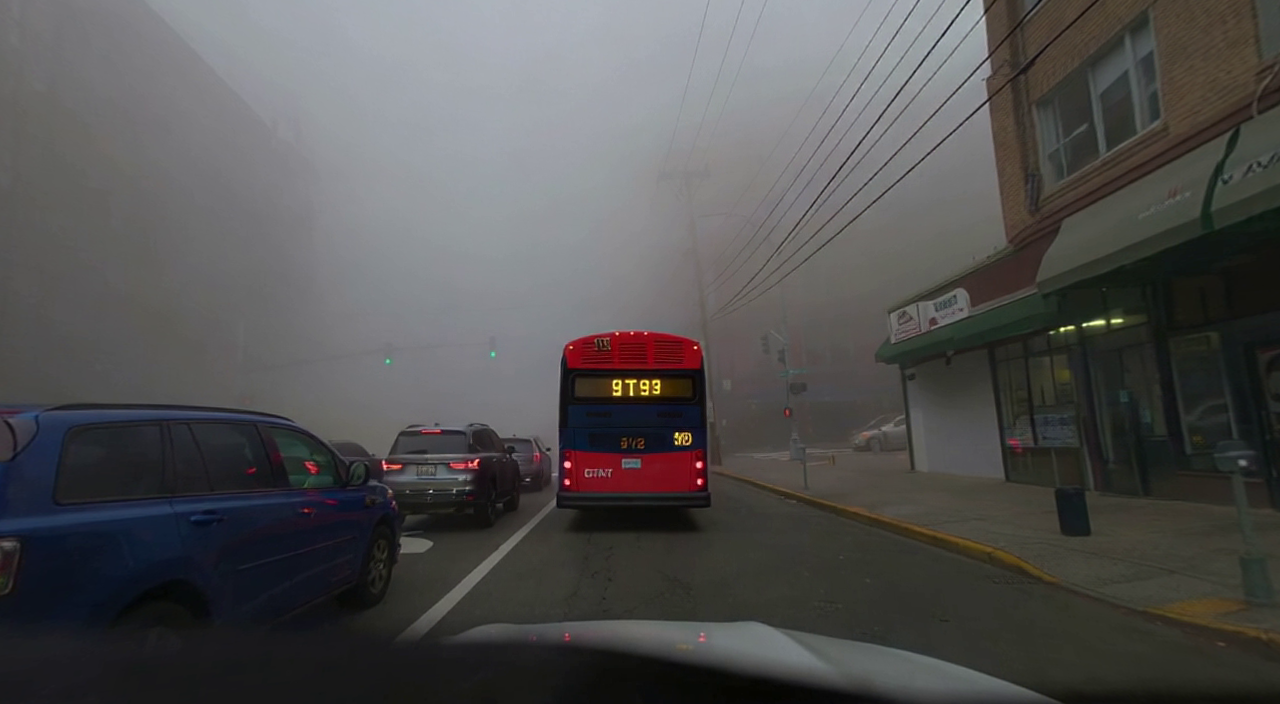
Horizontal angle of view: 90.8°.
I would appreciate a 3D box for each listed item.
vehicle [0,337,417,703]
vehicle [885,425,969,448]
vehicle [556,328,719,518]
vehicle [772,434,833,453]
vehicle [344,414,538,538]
[{"bbox_3d":[-3.212,1.093,3.980,2.020,1.725,4.384,0,-8,0],"label":"vehicle"},{"bbox_3d":[19.432,5.755,42.918,4.774,1.492,1.802,0,-9,-1],"label":"vehicle"},{"bbox_3d":[-0.297,2.005,16.560,2.938,3.468,9.972,0,-9,-3],"label":"vehicle"},{"bbox_3d":[11.950,6.742,46.664,3.949,1.337,1.738,0,-9,-3],"label":"vehicle"},{"bbox_3d":[-3.345,2.198,11.787,2.096,1.828,4.669,0,-8,0],"label":"vehicle"}]
